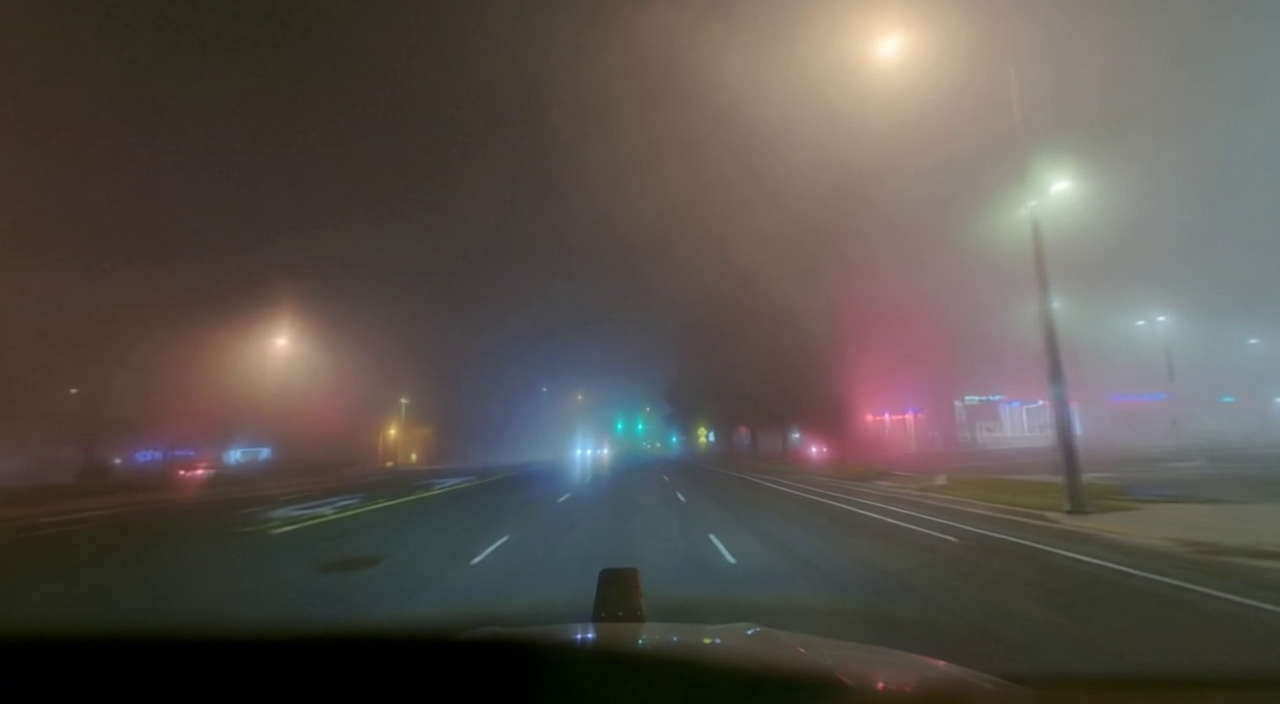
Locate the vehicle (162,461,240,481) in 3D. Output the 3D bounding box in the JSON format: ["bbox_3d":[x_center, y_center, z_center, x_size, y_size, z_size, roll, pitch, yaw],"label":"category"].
[{"bbox_3d":[-32.570,8.810,46.960,4.359,1.405,1.831,0,-8,-1],"label":"vehicle"}]
